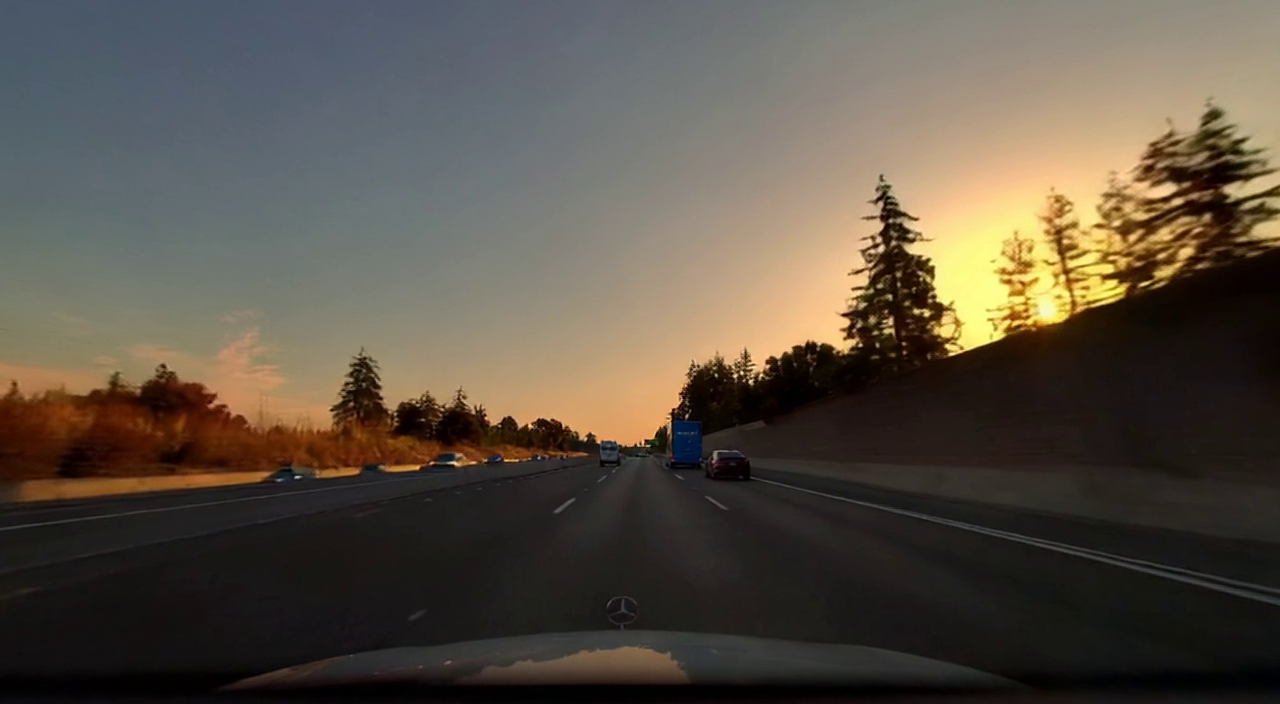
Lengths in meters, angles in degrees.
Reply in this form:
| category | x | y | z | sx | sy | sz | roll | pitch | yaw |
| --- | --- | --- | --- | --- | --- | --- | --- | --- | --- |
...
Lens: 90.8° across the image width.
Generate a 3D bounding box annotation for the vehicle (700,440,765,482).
| category | x | y | z | sx | sy | sz | roll | pitch | yaw |
| --- | --- | --- | --- | --- | --- | --- | --- | --- | --- |
| vehicle | 3.919 | 4.696 | 27.392 | 2.066 | 1.638 | 4.158 | 0 | -9 | -2 |
